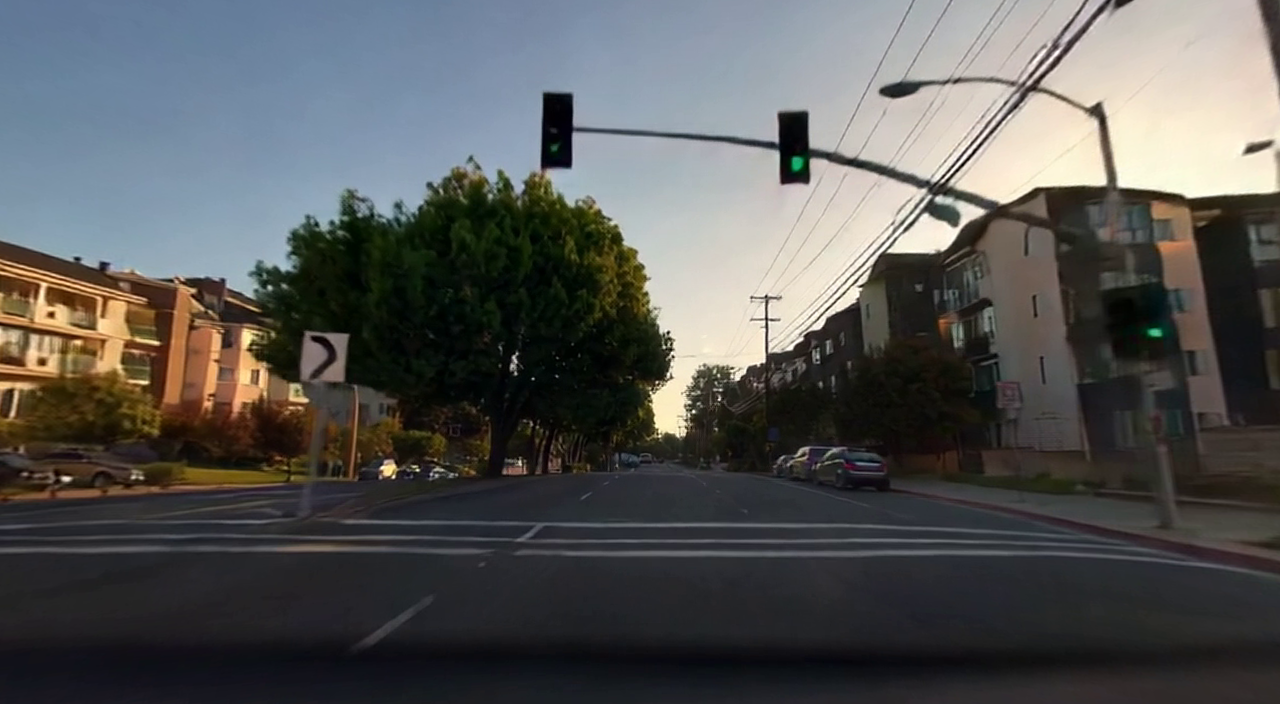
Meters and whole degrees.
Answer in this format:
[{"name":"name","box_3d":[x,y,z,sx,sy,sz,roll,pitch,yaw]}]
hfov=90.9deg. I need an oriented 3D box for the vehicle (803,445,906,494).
[{"name":"vehicle","box_3d":[7.201,3.956,21.723,1.875,1.481,4.434,0,-8,-1]}]
